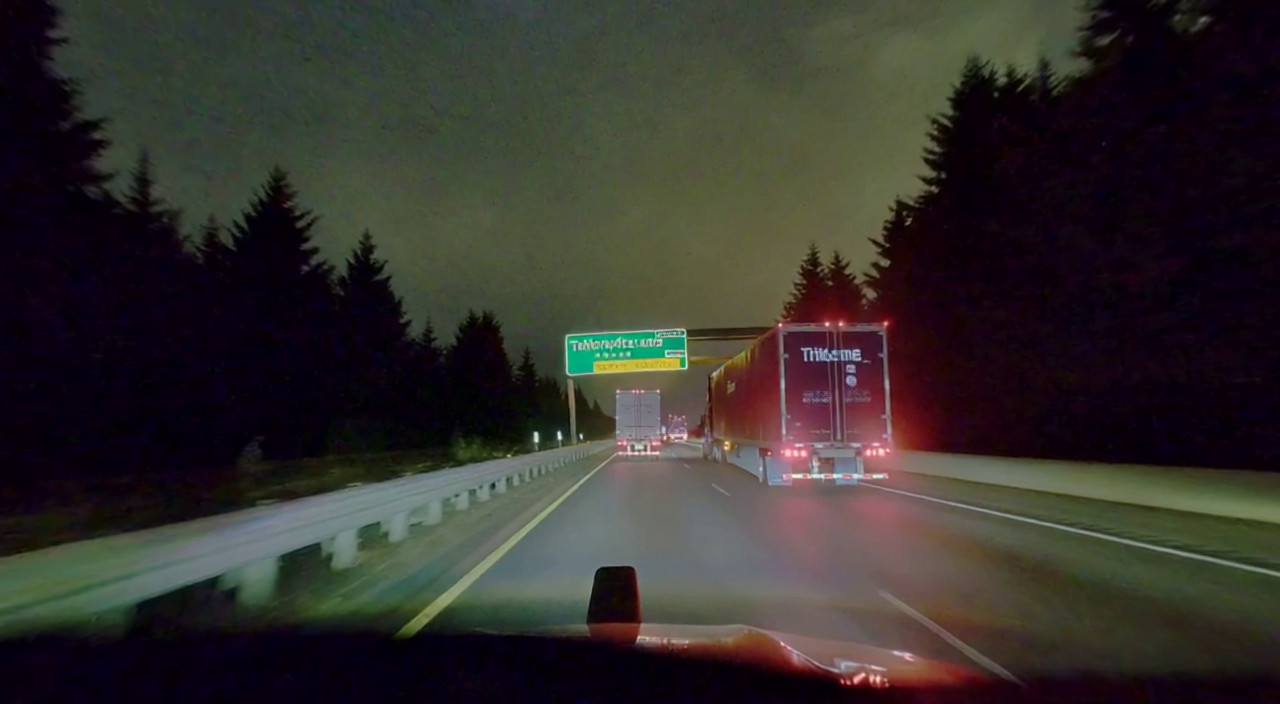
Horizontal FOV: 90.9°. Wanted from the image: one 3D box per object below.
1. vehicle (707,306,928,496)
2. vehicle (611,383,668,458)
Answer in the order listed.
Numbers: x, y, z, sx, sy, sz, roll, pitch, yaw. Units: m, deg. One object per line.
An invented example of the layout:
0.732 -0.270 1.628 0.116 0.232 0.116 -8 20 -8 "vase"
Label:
4.615 1.991 20.976 2.856 4.145 14.500 0 -8 -1 "vehicle"
-0.114 4.227 37.908 2.958 3.917 10.196 0 -8 -1 "vehicle"
